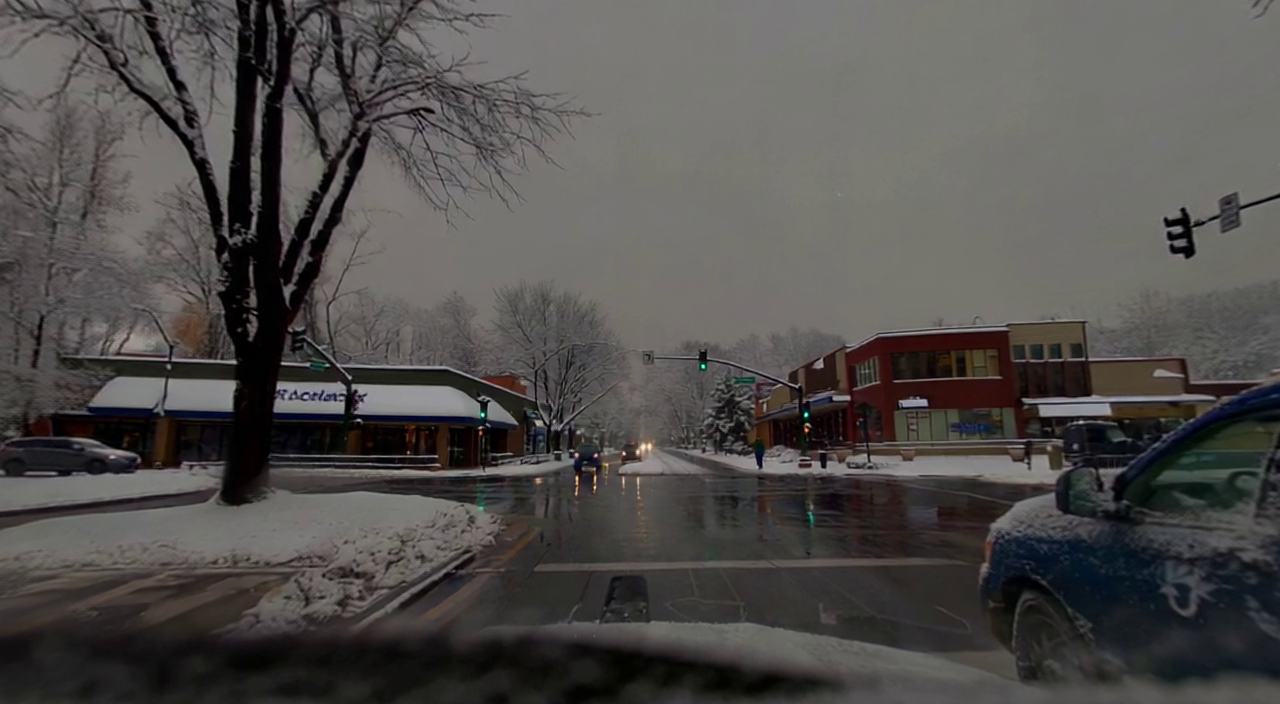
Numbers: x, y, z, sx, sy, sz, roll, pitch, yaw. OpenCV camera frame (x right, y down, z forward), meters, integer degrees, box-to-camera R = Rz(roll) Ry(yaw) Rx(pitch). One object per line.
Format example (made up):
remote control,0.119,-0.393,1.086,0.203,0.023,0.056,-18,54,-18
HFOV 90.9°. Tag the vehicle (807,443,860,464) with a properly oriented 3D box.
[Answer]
vehicle,14.984,7.879,49.080,1.924,1.579,4.084,3,-9,-18

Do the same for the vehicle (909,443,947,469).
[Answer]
vehicle,18.188,6.539,39.926,1.791,1.520,3.649,-3,-9,19

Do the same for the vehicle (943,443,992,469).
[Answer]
vehicle,20.485,6.490,39.628,2.066,1.488,4.158,-3,-9,19

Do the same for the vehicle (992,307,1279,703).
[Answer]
vehicle,2.880,0.598,0.878,2.048,1.725,4.754,0,-8,1

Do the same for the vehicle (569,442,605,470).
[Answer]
vehicle,-3.301,6.562,39.836,1.961,1.658,4.064,0,-8,0

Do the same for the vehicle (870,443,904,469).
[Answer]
vehicle,15.833,6.620,40.378,1.875,1.543,3.853,-3,-9,22

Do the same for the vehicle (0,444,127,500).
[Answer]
vehicle,-18.061,3.435,18.282,4.686,1.500,1.935,0,-8,2
